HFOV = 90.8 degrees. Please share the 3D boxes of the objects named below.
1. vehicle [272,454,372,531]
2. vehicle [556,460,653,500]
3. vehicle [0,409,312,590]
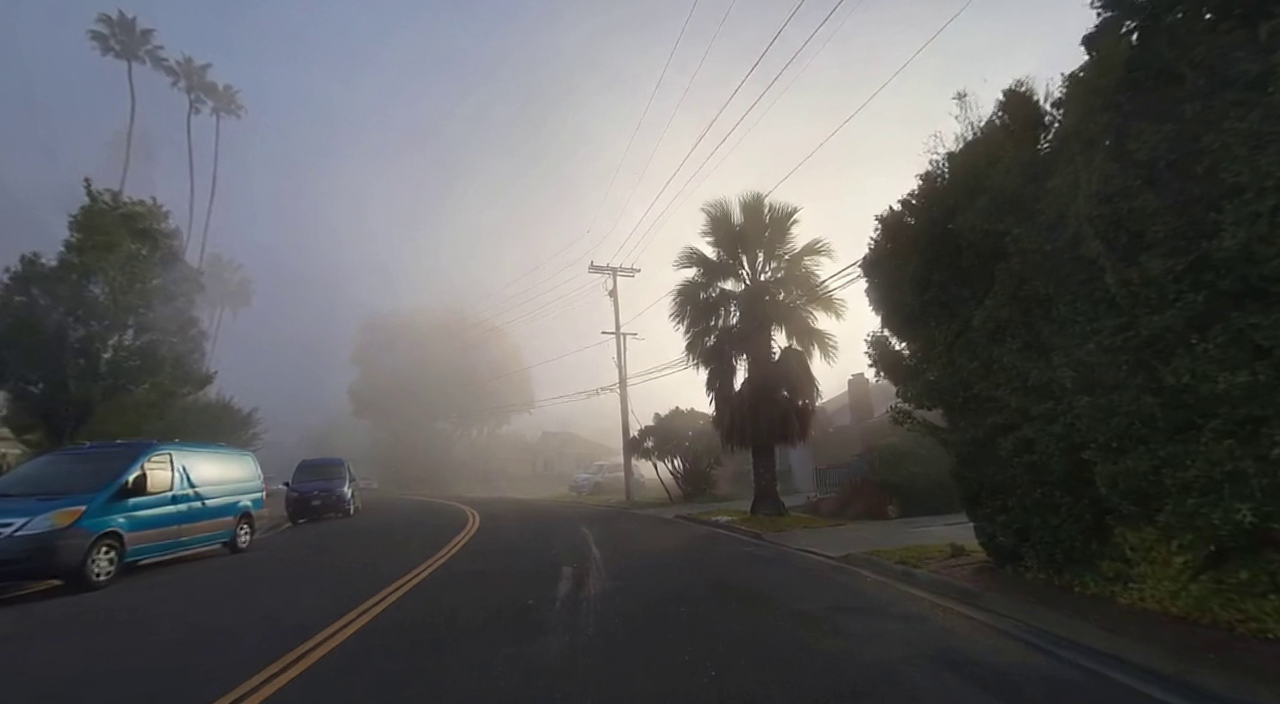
[{"bbox_3d":[-11.038,4.854,22.455,2.552,2.134,6.076,0,-10,-21],"label":"vehicle"},{"bbox_3d":[-2.030,7.367,36.863,5.102,2.040,2.472,6,-10,-33],"label":"vehicle"},{"bbox_3d":[-7.904,2.481,10.339,2.677,2.033,6.011,-2,-14,-9],"label":"vehicle"}]
